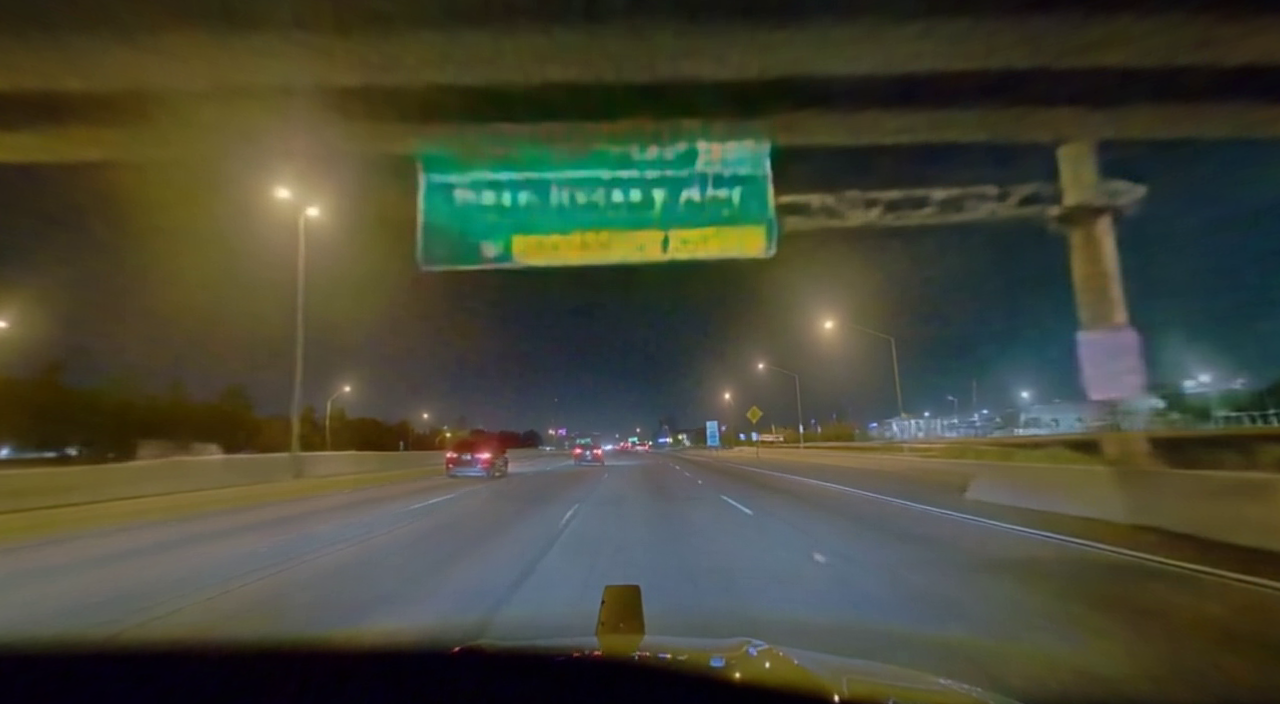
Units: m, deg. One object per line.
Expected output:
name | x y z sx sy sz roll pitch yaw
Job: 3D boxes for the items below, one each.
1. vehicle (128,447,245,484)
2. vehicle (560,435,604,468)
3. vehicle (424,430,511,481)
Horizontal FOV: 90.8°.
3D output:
vehicle | -19.574 4.895 27.541 1.822 1.434 4.510 2 -9 -2
vehicle | -3.207 5.593 35.666 2.027 1.697 4.307 0 -8 0
vehicle | -6.624 4.025 24.838 2.015 1.762 4.790 0 -8 1
